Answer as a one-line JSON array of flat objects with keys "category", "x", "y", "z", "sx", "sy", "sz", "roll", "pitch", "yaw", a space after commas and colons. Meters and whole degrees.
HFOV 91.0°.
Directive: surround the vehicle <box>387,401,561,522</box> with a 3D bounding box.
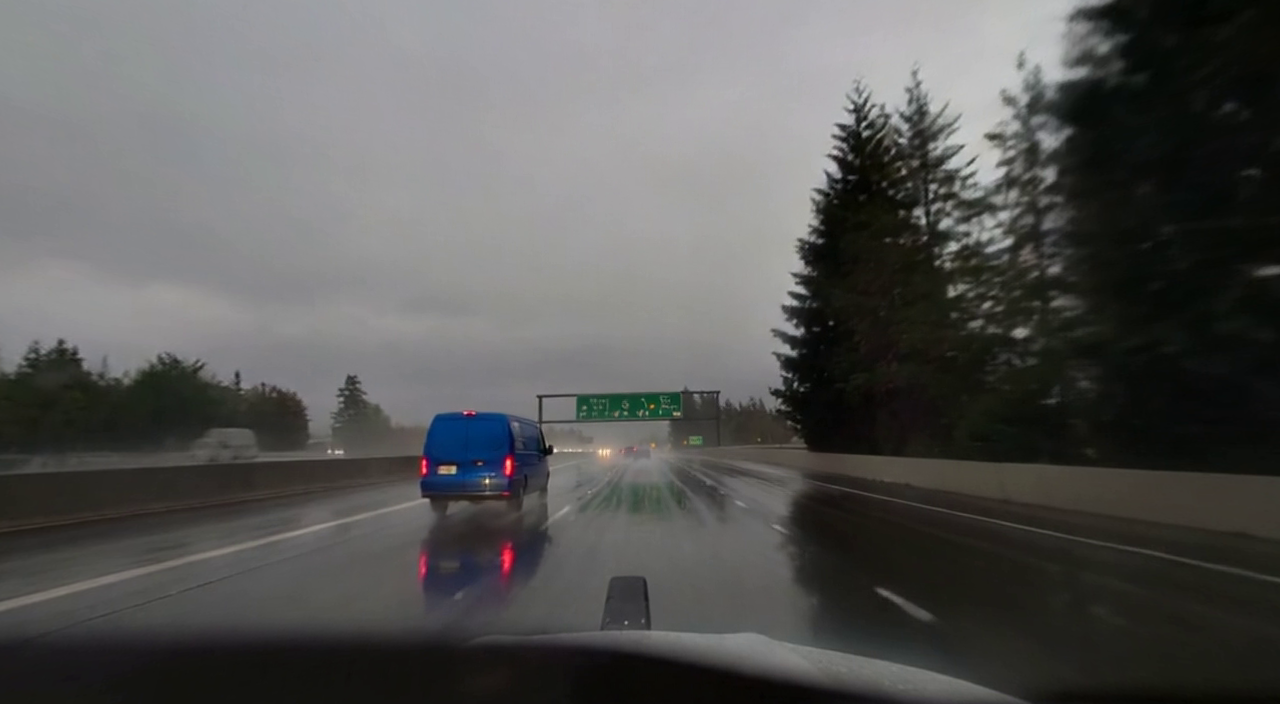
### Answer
[{"category": "vehicle", "x": -3.081, "y": 2.176, "z": 12.947, "sx": 2.281, "sy": 2.025, "sz": 4.586, "roll": 0, "pitch": -8, "yaw": 0}]
